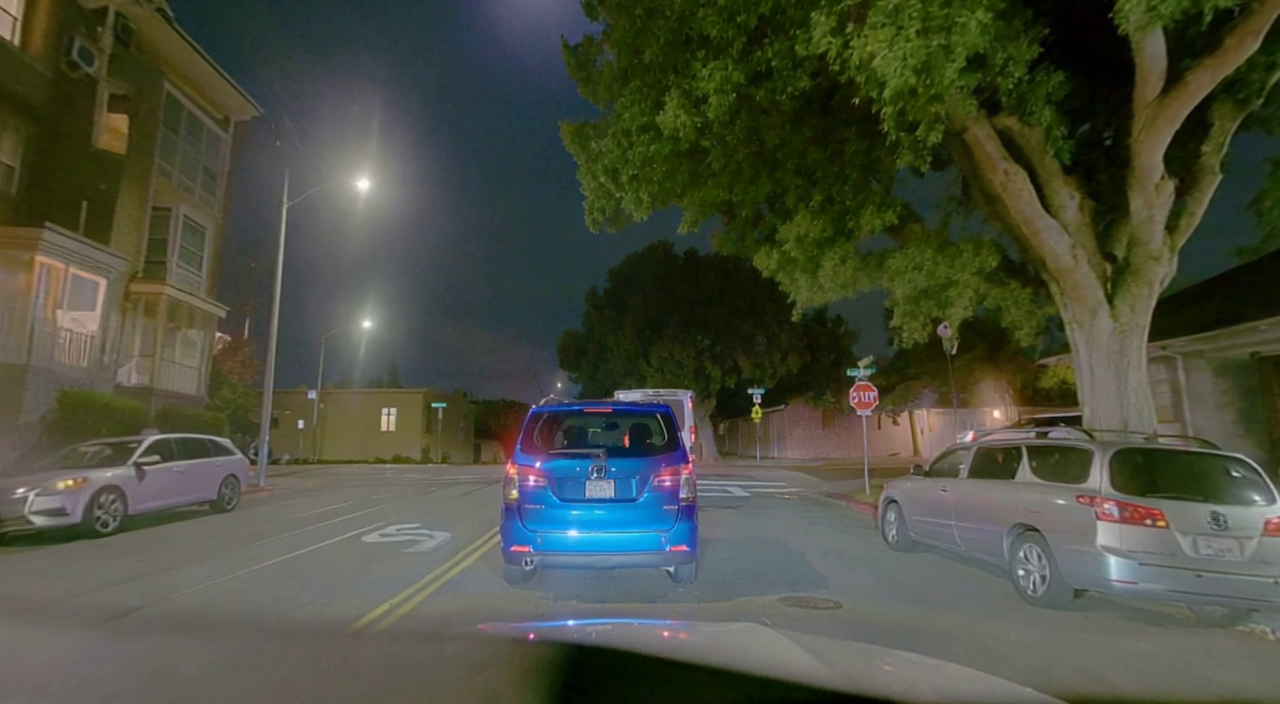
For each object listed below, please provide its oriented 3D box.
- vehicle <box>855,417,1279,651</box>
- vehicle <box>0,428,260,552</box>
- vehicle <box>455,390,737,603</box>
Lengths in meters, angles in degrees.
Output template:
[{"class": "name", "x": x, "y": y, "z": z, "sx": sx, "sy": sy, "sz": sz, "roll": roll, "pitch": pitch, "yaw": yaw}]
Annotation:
[{"class": "vehicle", "x": 4.217, "y": 1.681, "z": 6.910, "sx": 1.959, "sy": 1.581, "sz": 4.731, "roll": 4, "pitch": -9, "yaw": -2}, {"class": "vehicle", "x": -8.293, "y": 2.021, "z": 10.058, "sx": 1.825, "sy": 1.532, "sz": 4.083, "roll": -3, "pitch": -7, "yaw": 2}, {"class": "vehicle", "x": -0.388, "y": 1.570, "z": 7.739, "sx": 2.377, "sy": 1.787, "sz": 4.652, "roll": 0, "pitch": -8, "yaw": -1}]
